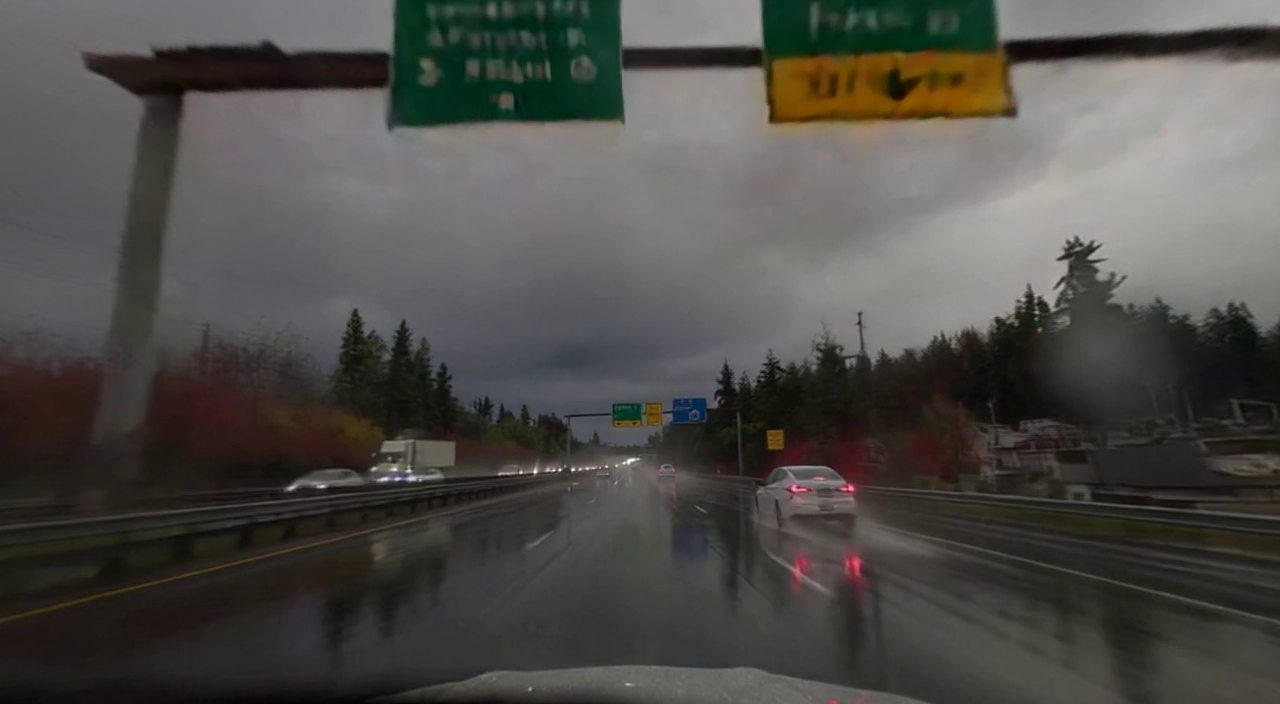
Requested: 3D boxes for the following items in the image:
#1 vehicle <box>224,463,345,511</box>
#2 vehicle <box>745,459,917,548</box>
[{"bbox_3d":[-12.162,4.630,21.874,1.858,1.446,3.923,1,-10,0],"label":"vehicle"},{"bbox_3d":[3.645,3.007,13.051,2.051,1.472,4.547,1,-10,-1],"label":"vehicle"}]
